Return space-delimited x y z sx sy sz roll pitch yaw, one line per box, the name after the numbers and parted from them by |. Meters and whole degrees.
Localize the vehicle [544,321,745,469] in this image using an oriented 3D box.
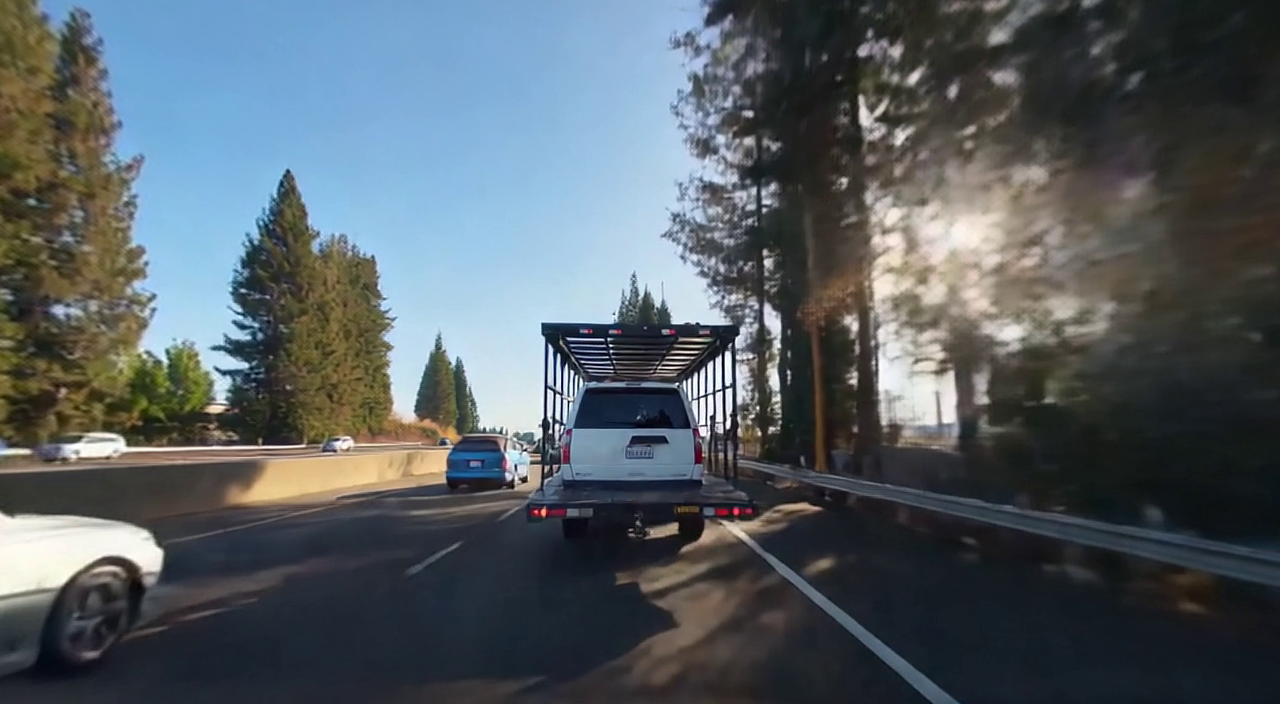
-0.037 0.802 9.181 2.156 1.604 4.680 0 -9 -2 | vehicle

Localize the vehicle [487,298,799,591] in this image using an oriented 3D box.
-0.175 1.572 10.879 2.735 2.597 10.435 0 -9 -2 | vehicle

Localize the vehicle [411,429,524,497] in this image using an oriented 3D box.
-4.690 3.091 17.985 2.057 1.665 4.572 0 -9 -2 | vehicle

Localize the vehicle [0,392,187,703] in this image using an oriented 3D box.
-3.819 0.720 1.268 2.155 1.513 4.964 0 -9 0 | vehicle
